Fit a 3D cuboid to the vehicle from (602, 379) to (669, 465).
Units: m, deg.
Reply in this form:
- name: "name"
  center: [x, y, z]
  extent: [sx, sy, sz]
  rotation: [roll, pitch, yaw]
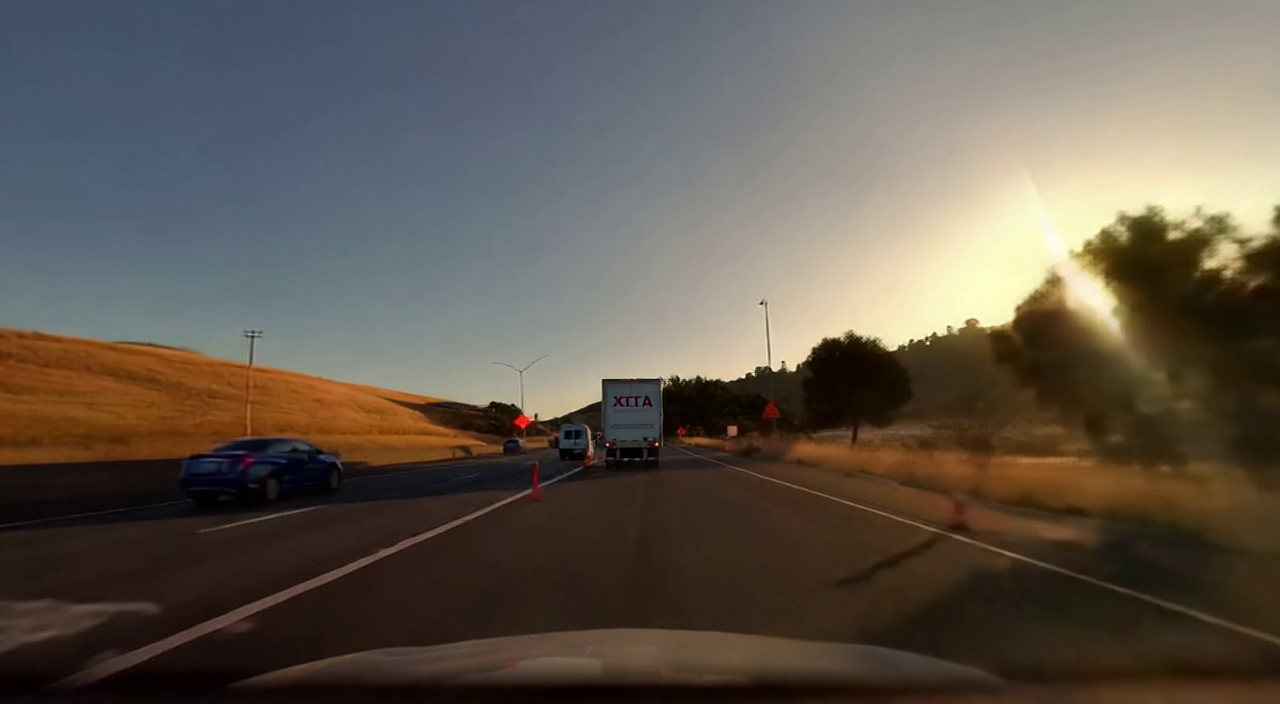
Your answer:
- name: "vehicle"
  center: [-0.193, 4.178, 34.817]
  extent: [3.183, 4.011, 9.617]
  rotation: [-1, -10, 0]

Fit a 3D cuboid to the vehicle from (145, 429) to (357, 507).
- name: "vehicle"
  center: [-8.683, 2.622, 14.691]
  extent: [1.915, 1.506, 4.594]
  rotation: [0, -8, 2]

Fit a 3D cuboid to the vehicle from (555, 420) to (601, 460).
- name: "vehicle"
  center: [-4.337, 6.312, 45.076]
  extent: [2.469, 2.615, 5.874]
  rotation: [0, -8, 2]
